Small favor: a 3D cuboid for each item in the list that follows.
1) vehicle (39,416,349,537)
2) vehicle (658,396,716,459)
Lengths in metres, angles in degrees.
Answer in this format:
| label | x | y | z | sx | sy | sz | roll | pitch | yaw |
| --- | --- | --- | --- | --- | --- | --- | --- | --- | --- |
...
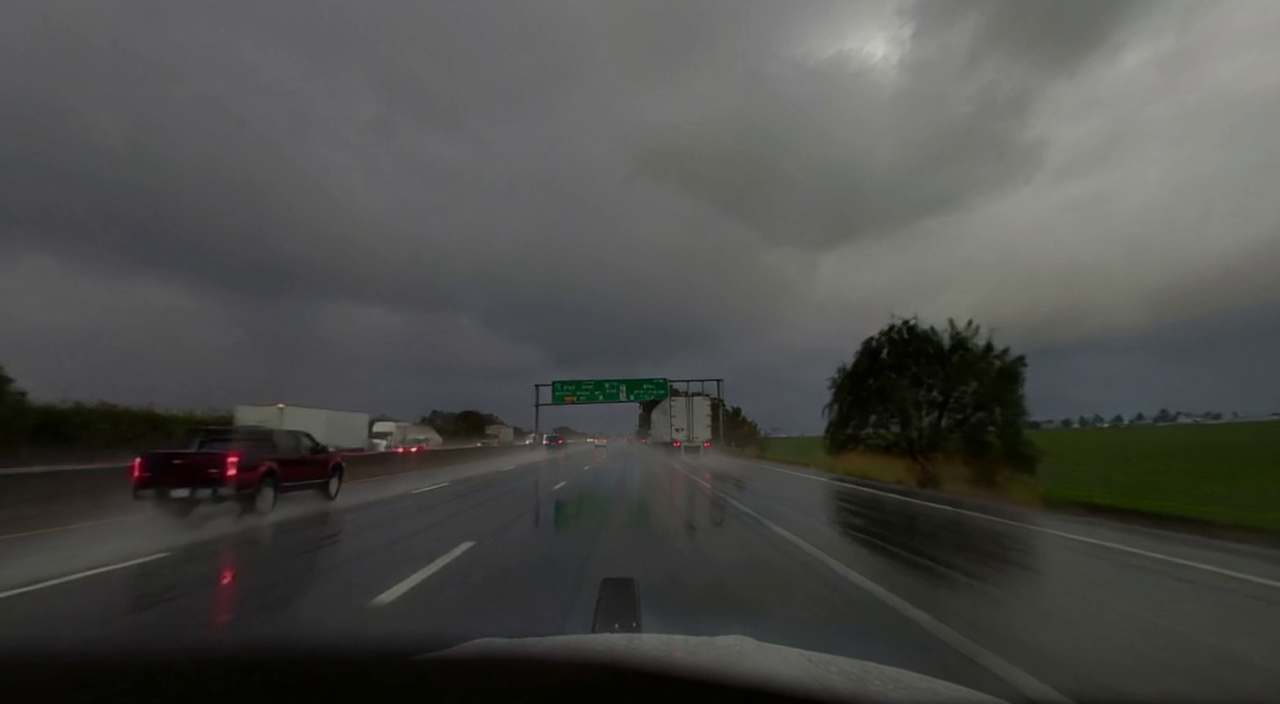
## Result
| label | x | y | z | sx | sy | sz | roll | pitch | yaw |
| --- | --- | --- | --- | --- | --- | --- | --- | --- | --- |
| vehicle | -7.224 | 2.019 | 11.023 | 2.076 | 1.636 | 4.597 | 0 | -8 | 0 |
| vehicle | 2.964 | 5.250 | 43.592 | 2.760 | 3.710 | 12.230 | 0 | -7 | -1 |
